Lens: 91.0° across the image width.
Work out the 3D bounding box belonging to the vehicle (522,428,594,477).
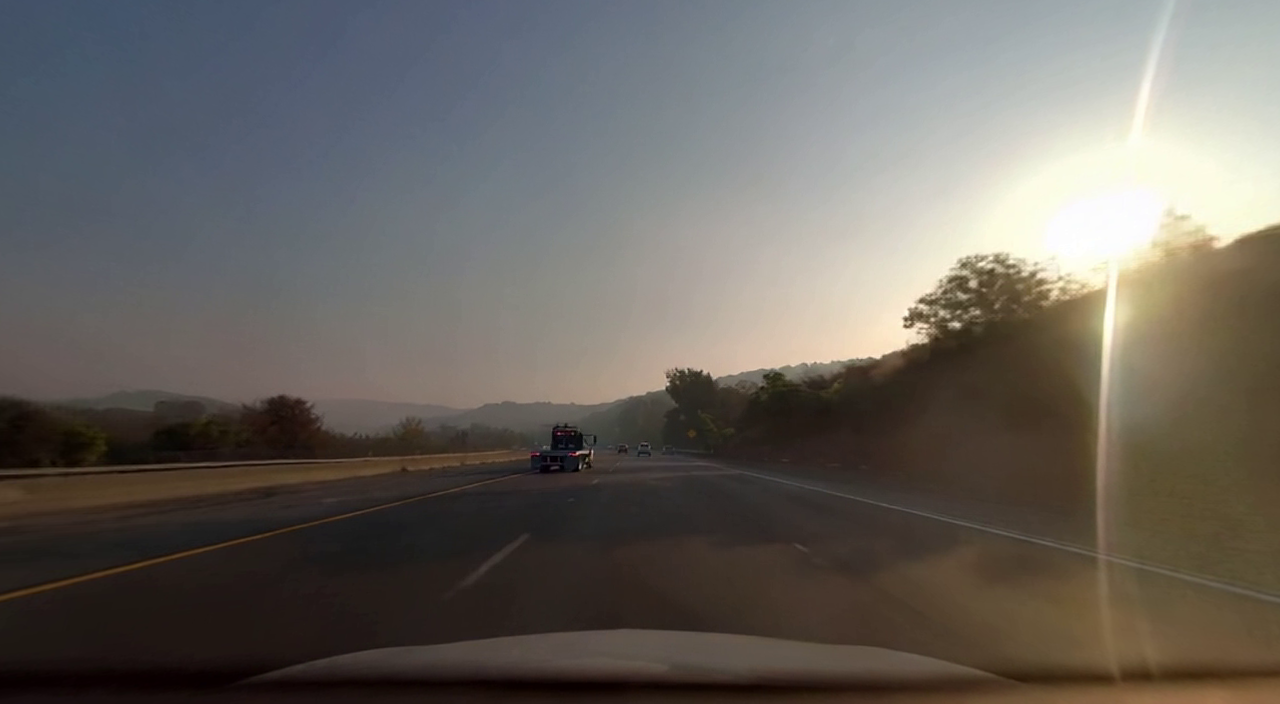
[{"bbox_3d":[-3.495,4.451,28.054,2.379,1.918,5.504,0,-8,1],"label":"vehicle"}]
